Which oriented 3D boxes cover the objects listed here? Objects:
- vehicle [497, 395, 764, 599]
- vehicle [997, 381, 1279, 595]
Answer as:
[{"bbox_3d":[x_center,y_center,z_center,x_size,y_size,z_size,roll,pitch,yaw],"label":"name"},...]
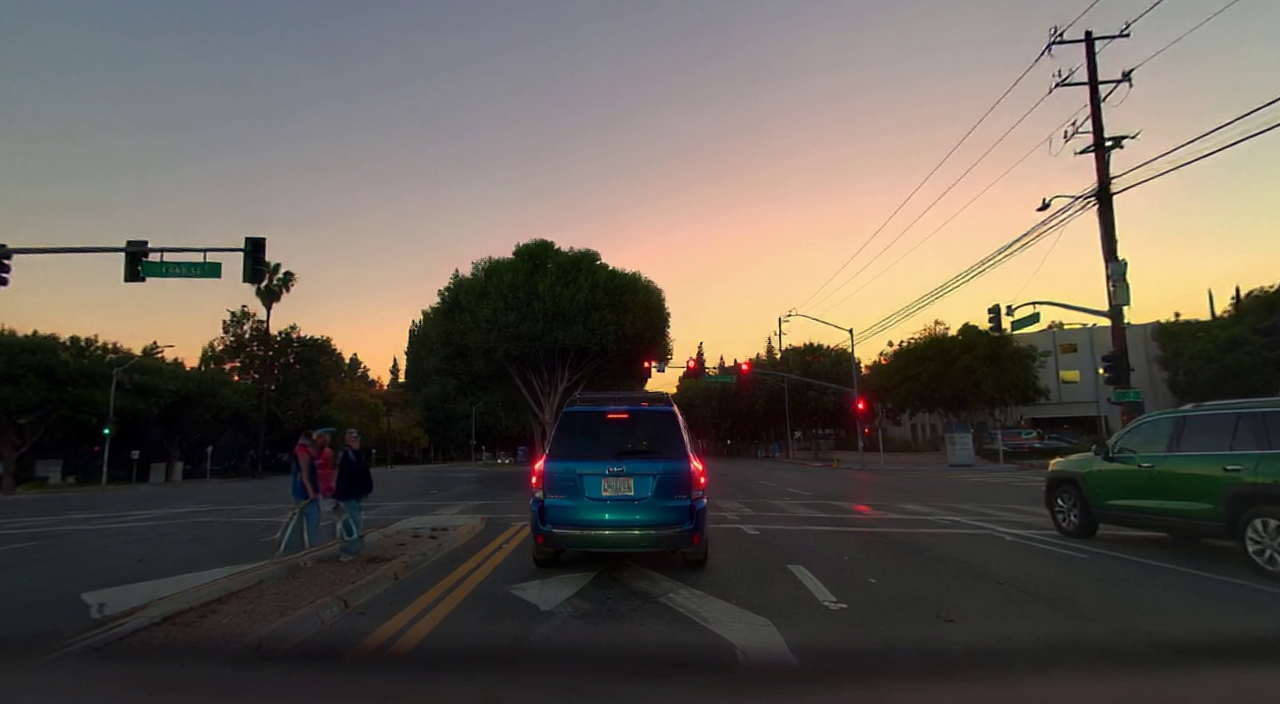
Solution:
[{"bbox_3d":[-0.112,1.562,7.632,2.285,1.729,4.252,0,-9,-1],"label":"vehicle"},{"bbox_3d":[6.575,1.439,7.239,2.119,1.827,4.806,0,-9,0],"label":"vehicle"}]
